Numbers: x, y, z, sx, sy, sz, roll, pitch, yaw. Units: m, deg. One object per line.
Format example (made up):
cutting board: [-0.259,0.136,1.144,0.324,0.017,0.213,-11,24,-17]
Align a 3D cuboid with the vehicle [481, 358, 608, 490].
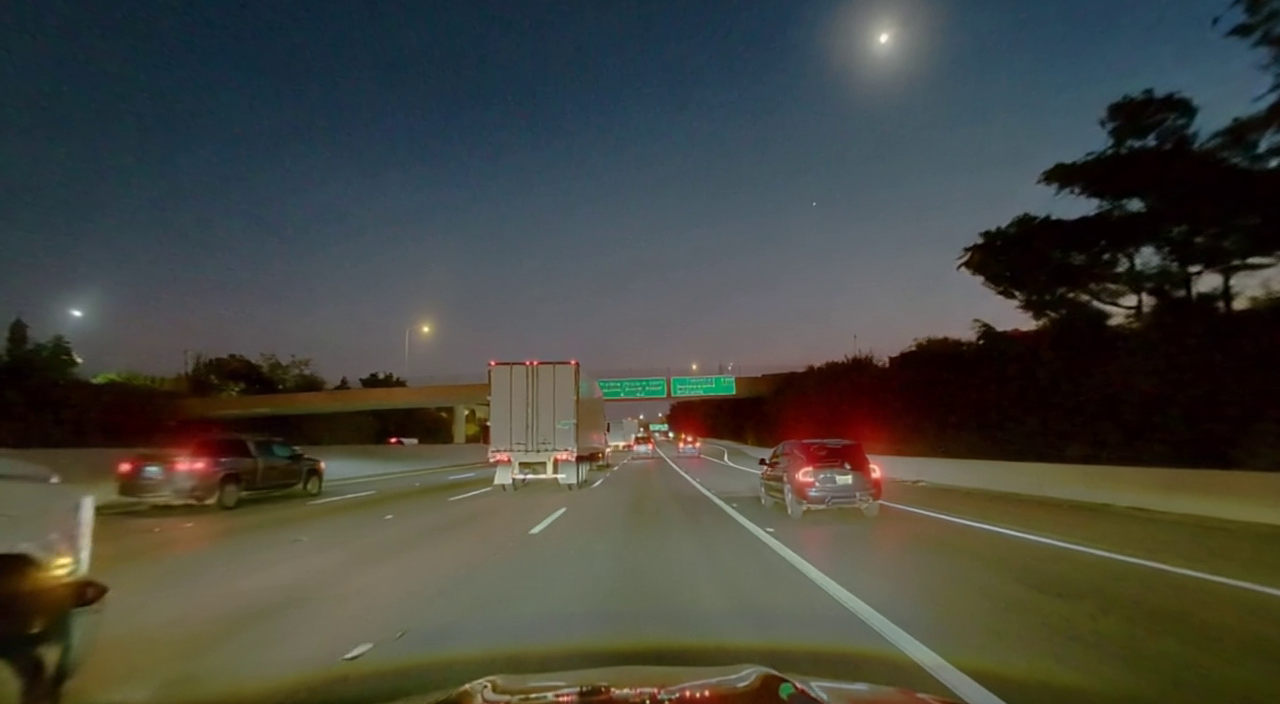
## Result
vehicle: [-3.353,3.367,27.435,2.869,4.108,15.564,0,-8,1]

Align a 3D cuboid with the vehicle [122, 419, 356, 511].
vehicle: [-10.374,2.985,17.209,2.388,2.031,5.951,-1,-8,1]

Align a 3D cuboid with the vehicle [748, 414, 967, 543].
vehicle: [3.214,1.970,10.457,2.028,1.658,4.334,0,-8,-1]

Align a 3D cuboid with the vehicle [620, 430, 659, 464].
vehicle: [-0.032,7.431,49.139,2.848,2.453,5.509,0,-8,1]

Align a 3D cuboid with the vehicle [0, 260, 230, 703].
vehicle: [-3.623,0.389,0.114,2.645,2.023,6.491,0,-8,1]
